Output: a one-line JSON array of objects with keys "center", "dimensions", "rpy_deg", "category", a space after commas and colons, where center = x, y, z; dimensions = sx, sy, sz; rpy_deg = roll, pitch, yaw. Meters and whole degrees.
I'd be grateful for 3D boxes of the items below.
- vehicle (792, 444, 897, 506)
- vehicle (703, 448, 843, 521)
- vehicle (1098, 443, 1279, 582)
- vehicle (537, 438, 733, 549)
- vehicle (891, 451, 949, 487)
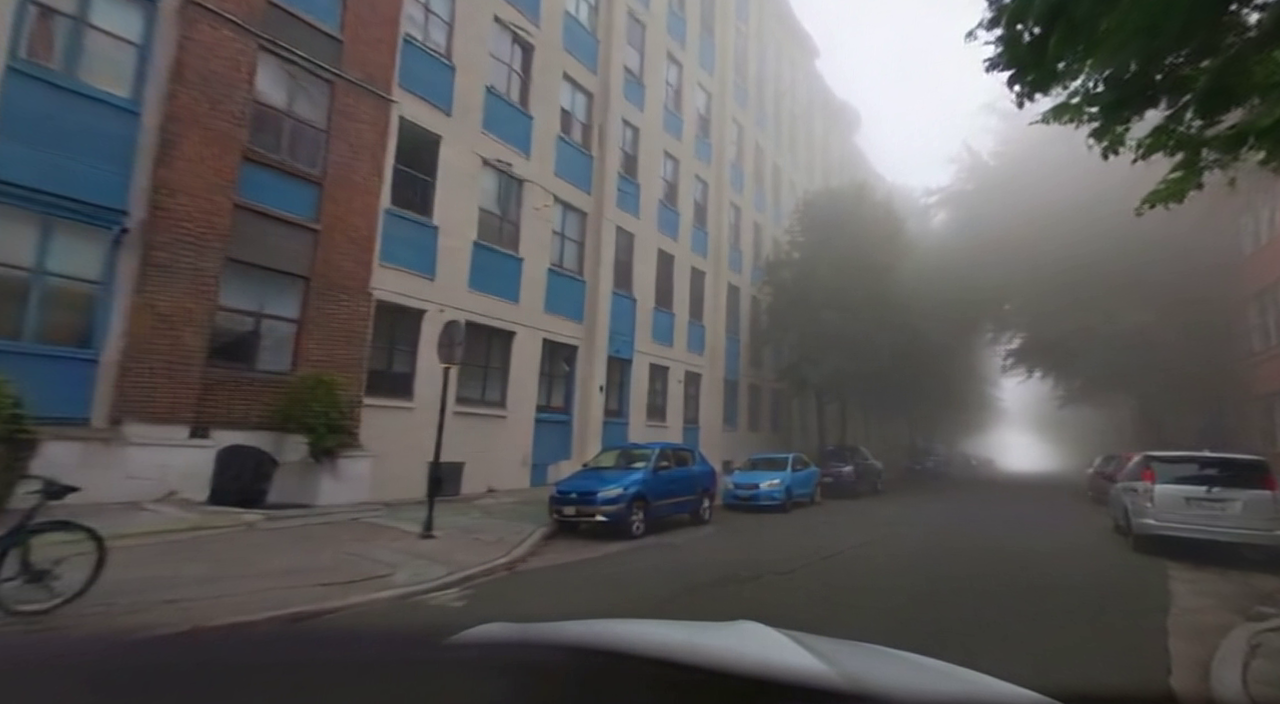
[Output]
[{"center": [6.466, 3.709, 19.602], "dimensions": [1.942, 1.629, 4.302], "rpy_deg": [-5, -9, 34], "category": "vehicle"}, {"center": [3.384, 3.094, 15.335], "dimensions": [1.830, 1.427, 4.294], "rpy_deg": [-5, -9, 33], "category": "vehicle"}, {"center": [8.456, 2.239, 9.645], "dimensions": [1.883, 1.615, 4.234], "rpy_deg": [-5, -9, 31], "category": "vehicle"}, {"center": [0.071, 2.234, 10.675], "dimensions": [1.719, 1.519, 3.414], "rpy_deg": [-5, -9, 32], "category": "vehicle"}, {"center": [13.379, 5.503, 29.970], "dimensions": [1.840, 1.493, 3.761], "rpy_deg": [-5, -9, 33], "category": "vehicle"}]
